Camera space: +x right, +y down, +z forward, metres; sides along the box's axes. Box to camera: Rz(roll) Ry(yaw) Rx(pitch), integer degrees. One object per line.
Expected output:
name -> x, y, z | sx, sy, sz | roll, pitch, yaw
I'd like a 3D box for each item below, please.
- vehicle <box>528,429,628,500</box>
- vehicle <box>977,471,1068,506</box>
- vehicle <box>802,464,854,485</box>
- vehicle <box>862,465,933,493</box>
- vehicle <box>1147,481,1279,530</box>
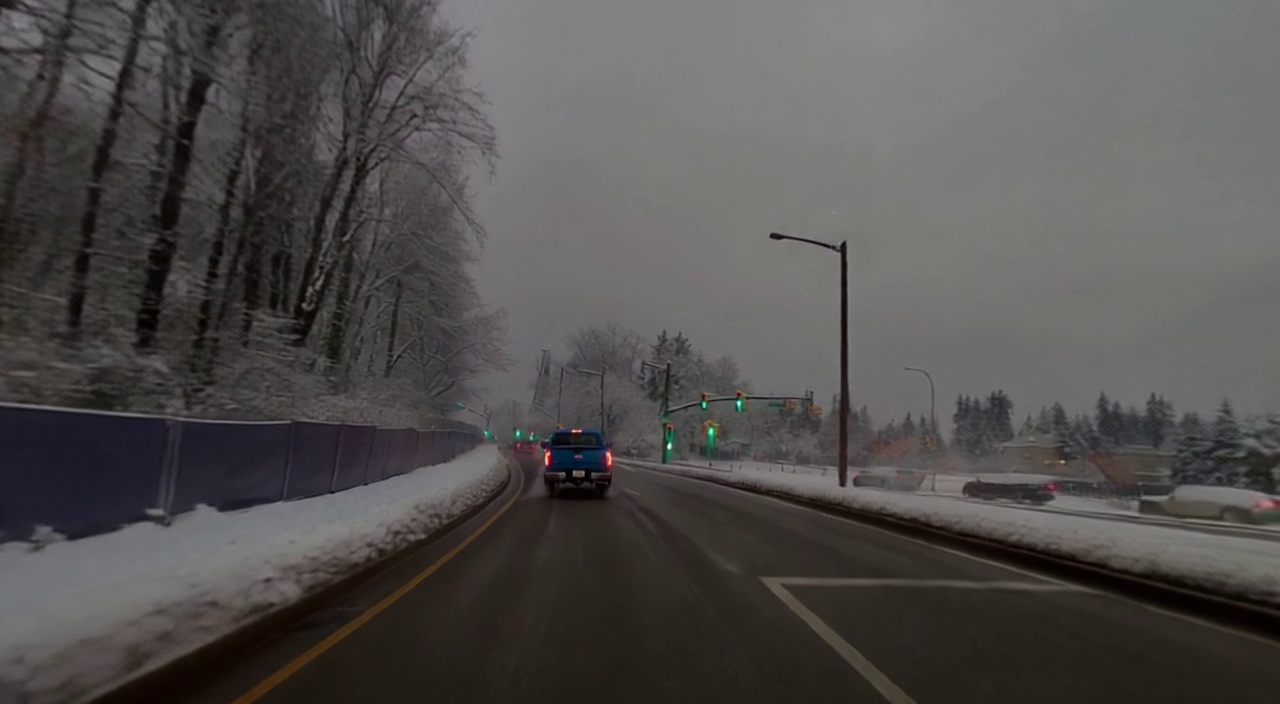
vehicle -> -1.757, 3.145, 18.096 | 2.436, 1.698, 5.322 | 1, -8, -5
vehicle -> 21.576, 7.692, 35.818 | 1.841, 1.673, 4.470 | 1, -9, -9
vehicle -> 14.574, 9.545, 49.253 | 1.808, 1.467, 4.360 | 3, -10, -15
vehicle -> 16.473, 8.132, 40.630 | 1.884, 1.622, 4.485 | 3, -10, -14
vehicle -> 23.314, 6.100, 25.380 | 1.805, 1.494, 4.362 | 1, -8, -8
